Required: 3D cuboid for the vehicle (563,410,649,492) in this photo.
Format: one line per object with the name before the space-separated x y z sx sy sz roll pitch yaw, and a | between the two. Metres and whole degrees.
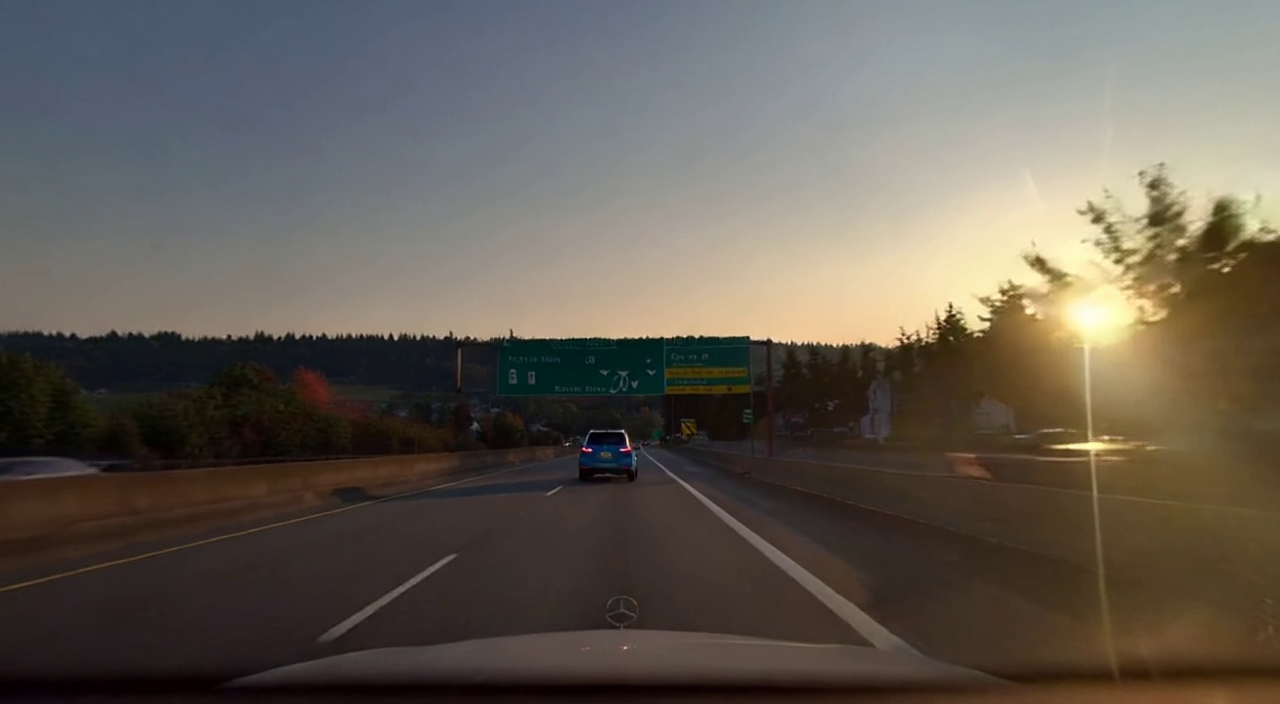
vehicle | -0.925 2.980 19.277 2.248 2.154 4.892 0 -8 -1
